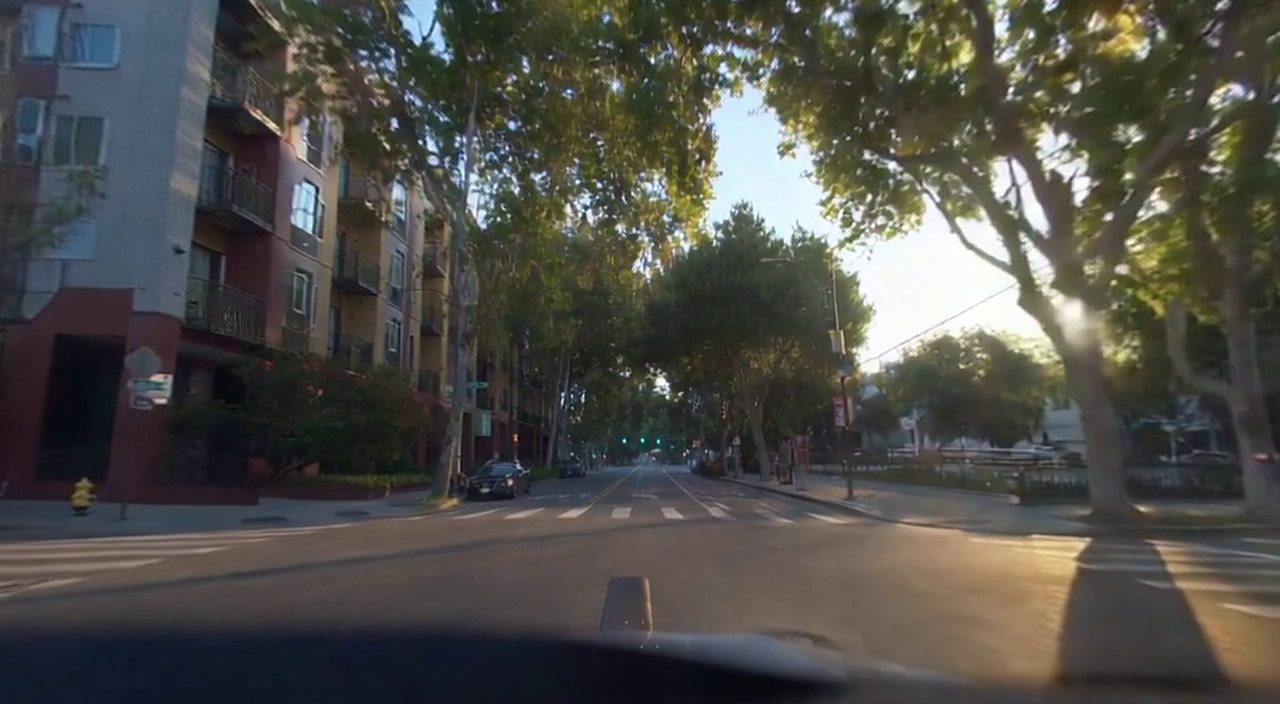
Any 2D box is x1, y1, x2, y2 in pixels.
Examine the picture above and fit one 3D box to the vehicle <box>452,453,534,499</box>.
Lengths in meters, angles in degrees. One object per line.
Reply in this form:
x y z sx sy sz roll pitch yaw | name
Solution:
-5.819 4.947 25.596 2.223 1.658 4.621 0 -9 0 | vehicle
